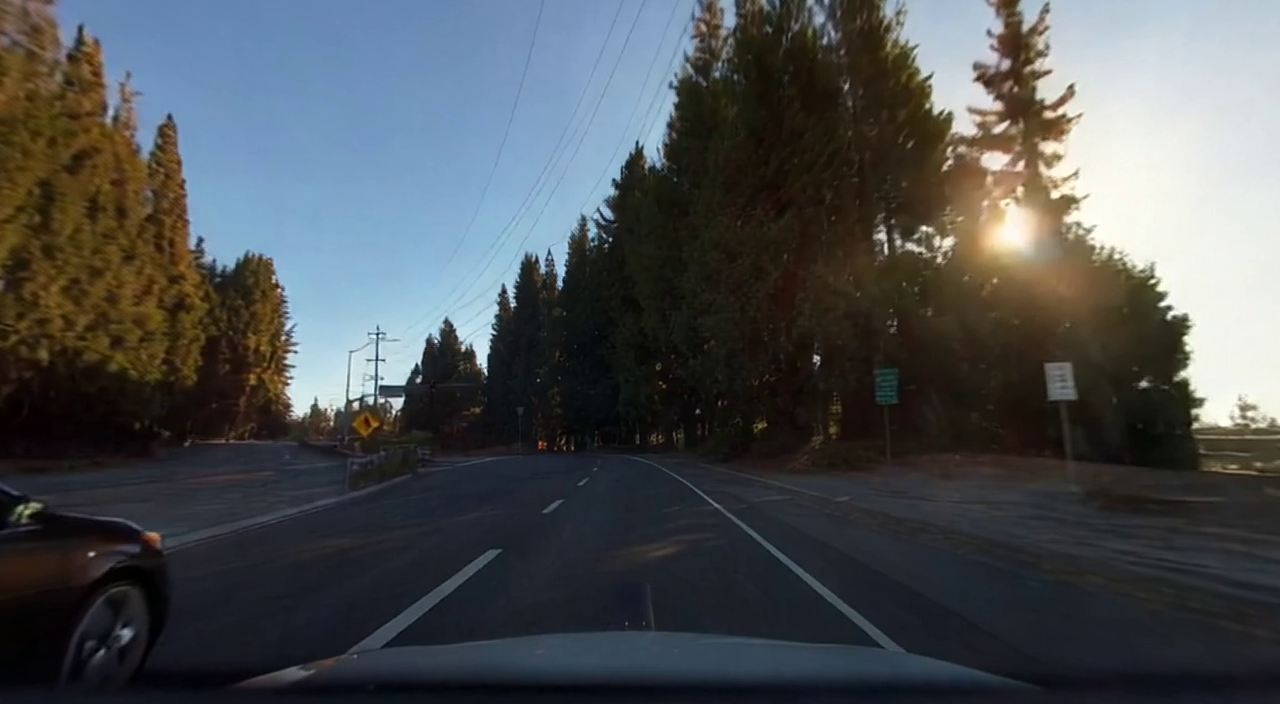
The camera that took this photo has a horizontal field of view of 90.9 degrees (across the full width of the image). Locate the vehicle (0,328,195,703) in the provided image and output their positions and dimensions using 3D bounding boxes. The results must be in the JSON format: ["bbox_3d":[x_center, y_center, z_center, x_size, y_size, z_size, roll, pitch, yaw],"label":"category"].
[{"bbox_3d":[-3.822,0.615,1.380,2.161,1.796,4.738,0,-8,1],"label":"vehicle"}]
